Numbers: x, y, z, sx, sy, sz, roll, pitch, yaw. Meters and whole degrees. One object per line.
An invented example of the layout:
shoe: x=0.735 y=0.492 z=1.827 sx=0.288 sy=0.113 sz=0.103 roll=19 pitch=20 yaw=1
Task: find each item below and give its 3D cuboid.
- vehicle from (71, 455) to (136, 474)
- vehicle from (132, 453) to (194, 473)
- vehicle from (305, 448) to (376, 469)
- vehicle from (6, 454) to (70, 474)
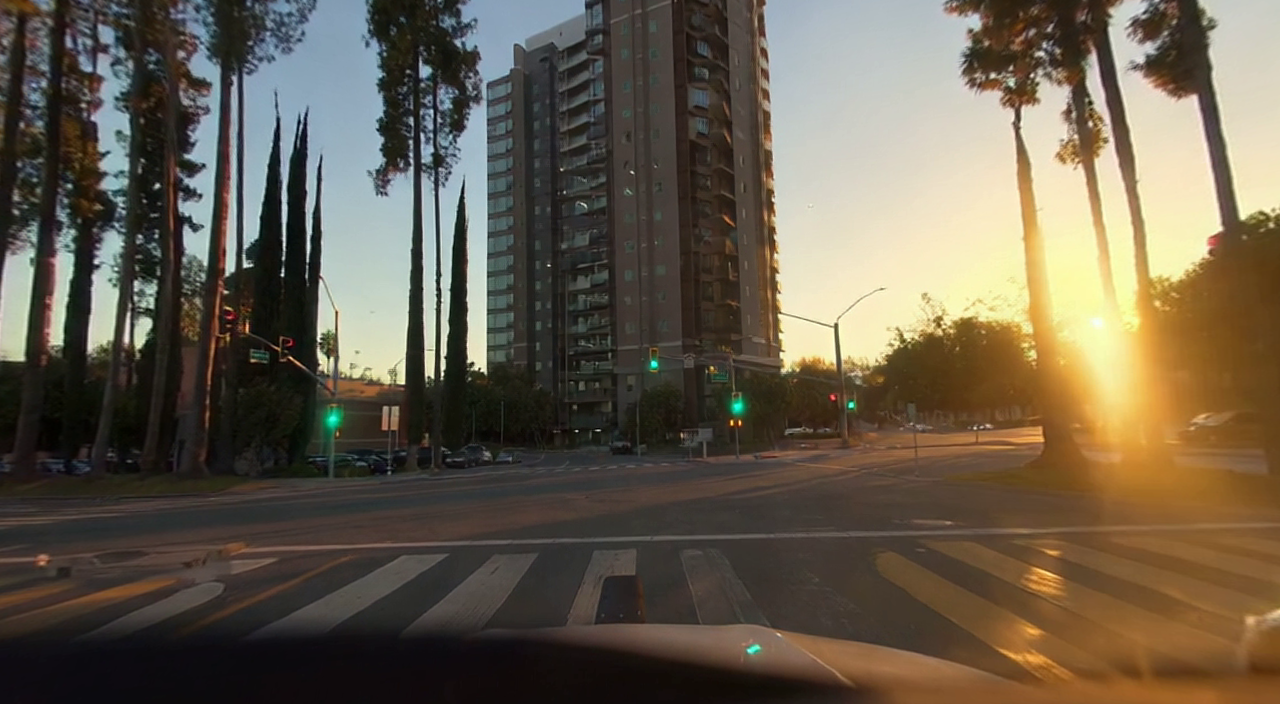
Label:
vehicle: x=-41.337 y=8.677 z=48.773 sx=1.651 sy=1.379 sz=3.787 roll=0 pitch=-9 yaw=0
vehicle: x=-36.441 y=8.504 z=48.356 sx=1.709 sy=1.410 sz=3.945 roll=0 pitch=-9 yaw=-1
vehicle: x=-21.941 y=7.788 z=46.409 sx=4.207 sy=1.508 sz=1.875 roll=0 pitch=-9 yaw=2
vehicle: x=-46.320 y=8.619 z=48.659 sx=1.627 sy=1.392 sz=3.330 roll=0 pitch=-9 yaw=-1
